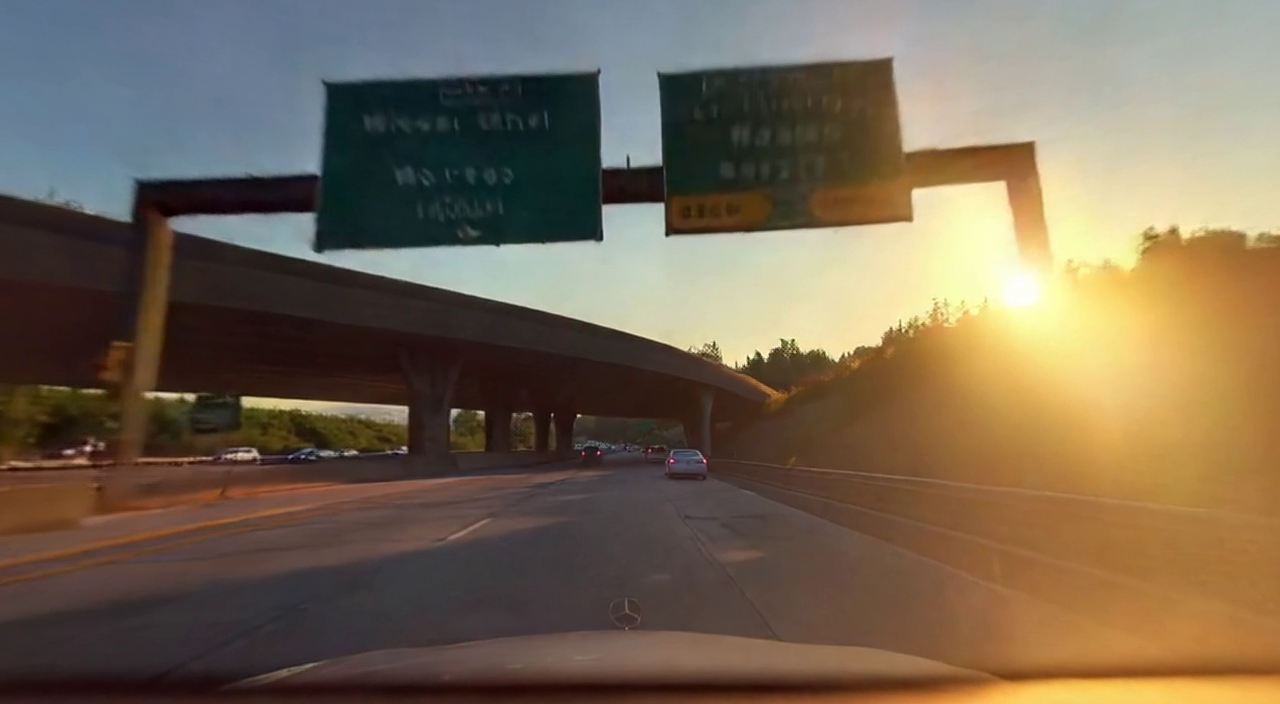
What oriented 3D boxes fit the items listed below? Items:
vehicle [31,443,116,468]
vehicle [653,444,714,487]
[{"bbox_3d":[-38.484,7.044,42.982,1.897,1.595,4.510,1,-9,-6],"label":"vehicle"},{"bbox_3d":[1.547,4.254,23.821,1.960,1.456,3.818,0,-9,-1],"label":"vehicle"}]
